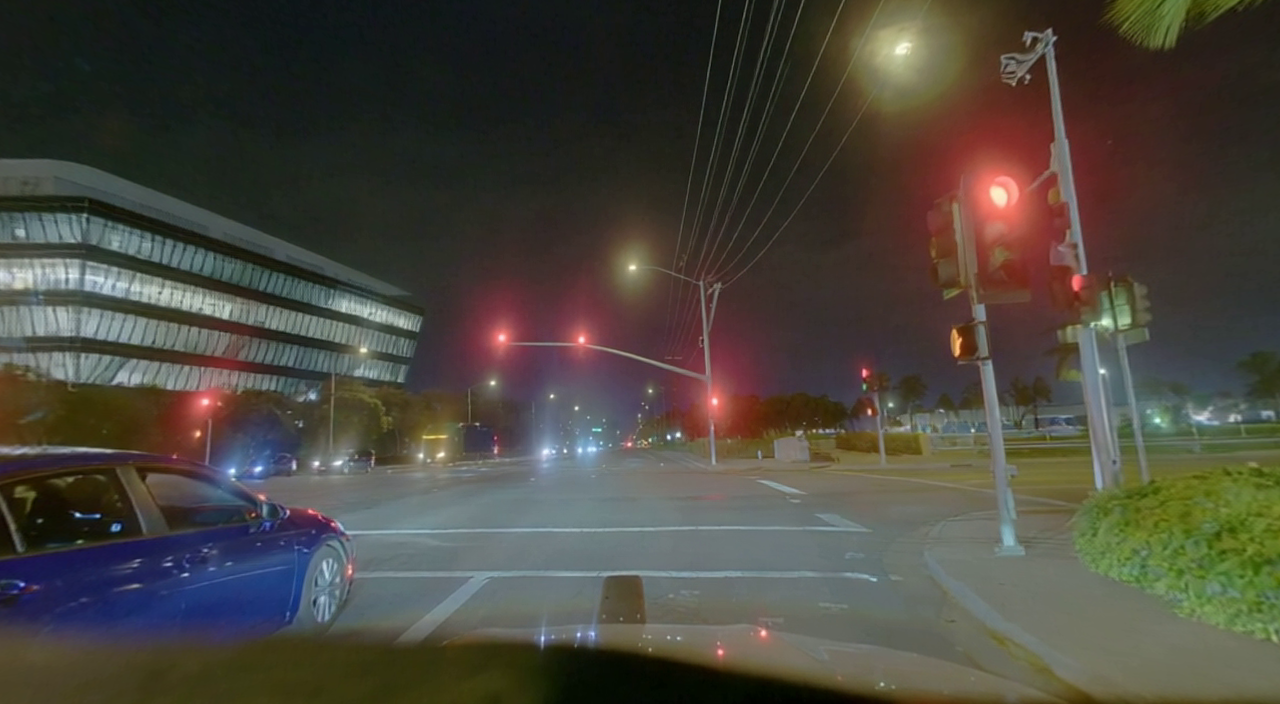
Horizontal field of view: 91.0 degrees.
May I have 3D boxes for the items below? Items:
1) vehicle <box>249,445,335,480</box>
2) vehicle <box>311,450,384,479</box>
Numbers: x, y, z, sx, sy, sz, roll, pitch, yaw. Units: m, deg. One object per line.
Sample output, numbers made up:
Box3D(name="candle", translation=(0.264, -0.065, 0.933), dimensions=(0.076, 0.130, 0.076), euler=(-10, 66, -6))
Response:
Box3D(name="vehicle", translation=(-19.094, 6.060, 34.839), dimensions=(2.017, 1.739, 4.569), euler=(0, -9, 1))
Box3D(name="vehicle", translation=(-15.367, 5.918, 33.306), dimensions=(1.875, 1.389, 3.784), euler=(0, -9, 3))
